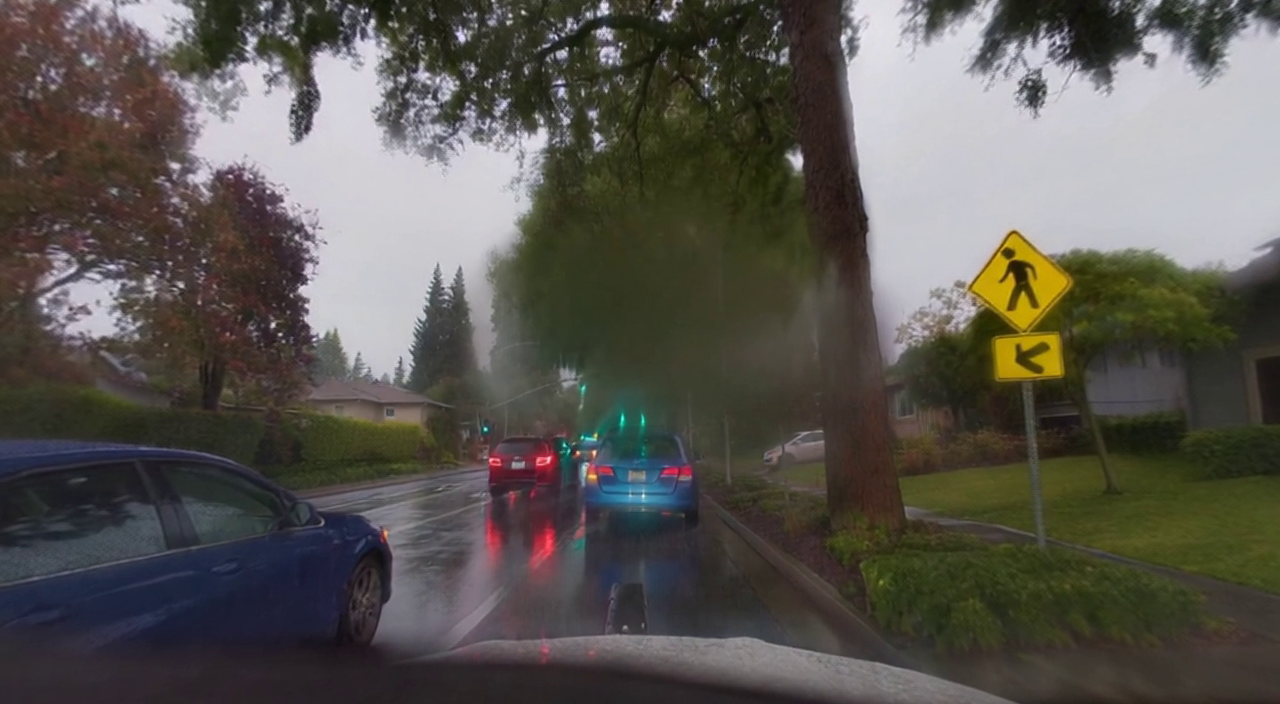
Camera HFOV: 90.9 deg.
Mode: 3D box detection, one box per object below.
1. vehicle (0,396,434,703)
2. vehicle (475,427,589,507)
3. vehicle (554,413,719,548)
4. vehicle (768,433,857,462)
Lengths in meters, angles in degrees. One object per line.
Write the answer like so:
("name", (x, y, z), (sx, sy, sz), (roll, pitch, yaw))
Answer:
("vehicle", (-2.860, 1.071, 3.178), (1.968, 1.472, 4.685), (0, -9, 1))
("vehicle", (-2.554, 2.841, 16.000), (2.000, 1.737, 4.133), (0, -9, 2))
("vehicle", (0.000, 1.944, 10.127), (2.120, 1.718, 3.909), (0, -9, 2))
("vehicle", (9.493, 5.301, 35.035), (4.456, 1.504, 1.914), (-1, -8, 4))
